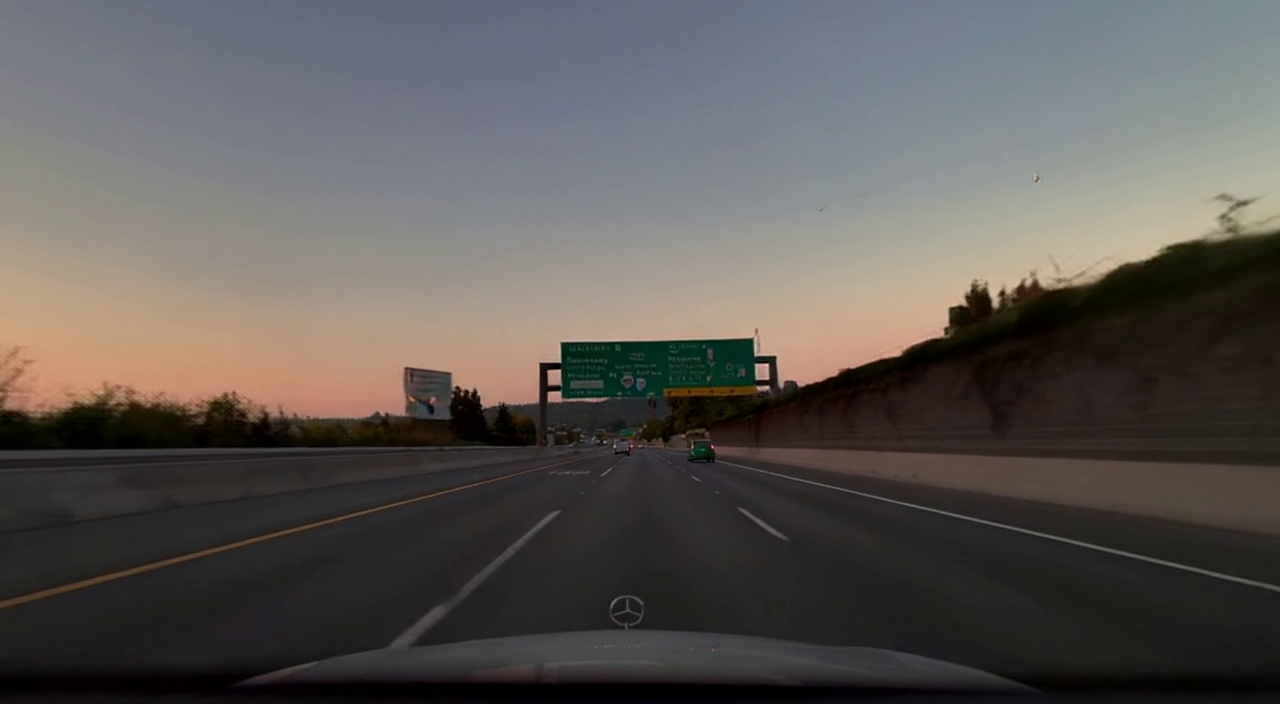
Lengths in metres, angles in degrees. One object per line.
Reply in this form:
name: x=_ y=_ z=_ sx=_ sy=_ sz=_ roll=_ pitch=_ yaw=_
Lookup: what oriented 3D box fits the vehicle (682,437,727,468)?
vehicle: x=3.656 y=5.812 z=36.415 sx=2.202 sy=1.682 sz=4.188 roll=0 pitch=-8 yaw=0
